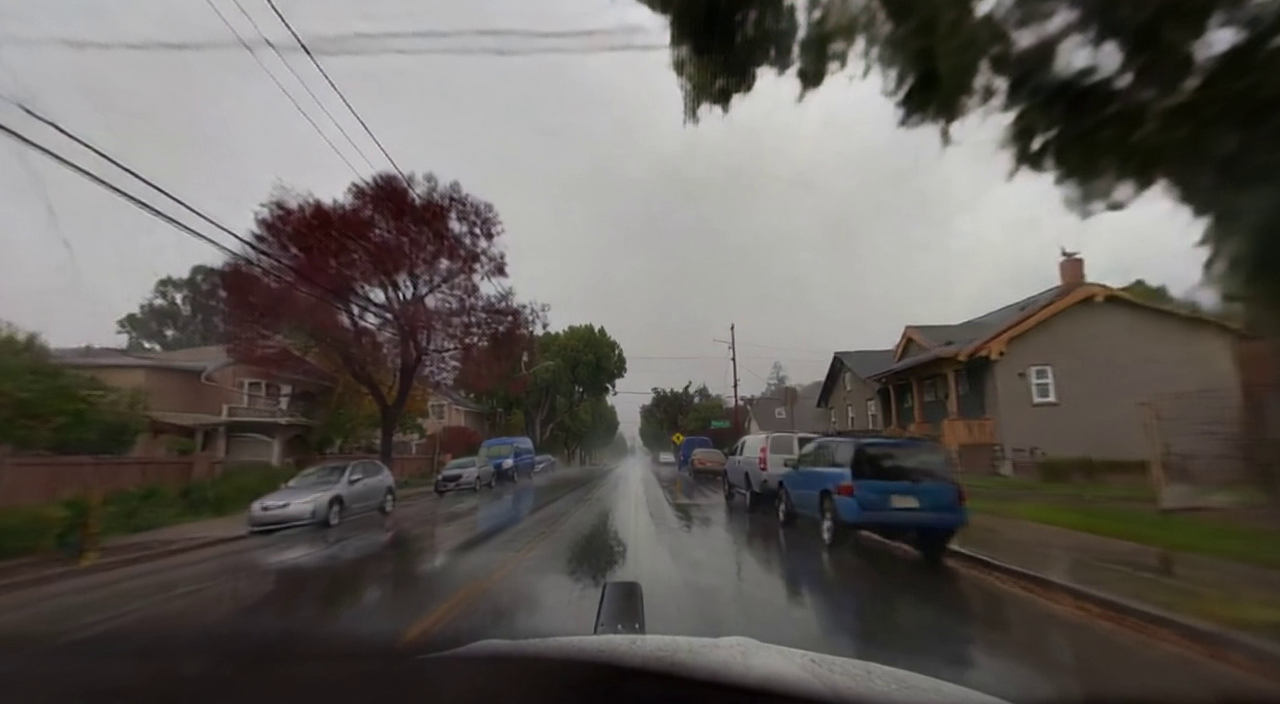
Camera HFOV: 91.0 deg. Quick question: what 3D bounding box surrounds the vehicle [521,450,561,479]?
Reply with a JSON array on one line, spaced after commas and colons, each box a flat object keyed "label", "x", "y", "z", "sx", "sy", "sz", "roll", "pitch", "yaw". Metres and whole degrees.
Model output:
[{"label": "vehicle", "x": -7.061, "y": 8.037, "z": 45.333, "sx": 2.057, "sy": 1.632, "sz": 4.730, "roll": 1, "pitch": -6, "yaw": 0}]

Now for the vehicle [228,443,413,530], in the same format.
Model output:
[{"label": "vehicle", "x": -6.945, "y": 2.896, "z": 14.311, "sx": 1.874, "sy": 1.569, "sz": 4.318, "roll": 1, "pitch": -8, "yaw": 1}]

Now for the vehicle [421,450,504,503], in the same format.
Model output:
[{"label": "vehicle", "x": -7.058, "y": 4.958, "z": 25.532, "sx": 2.027, "sy": 1.563, "sz": 4.594, "roll": -2, "pitch": -5, "yaw": 0}]

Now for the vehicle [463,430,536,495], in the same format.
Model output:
[{"label": "vehicle", "x": -7.122, "y": 5.583, "z": 32.602, "sx": 2.508, "sy": 2.712, "sz": 5.809, "roll": 0, "pitch": -4, "yaw": -1}]

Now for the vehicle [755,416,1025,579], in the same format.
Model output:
[{"label": "vehicle", "x": 3.183, "y": 1.958, "z": 9.284, "sx": 2.013, "sy": 1.775, "sz": 4.570, "roll": 0, "pitch": -9, "yaw": -1}]
